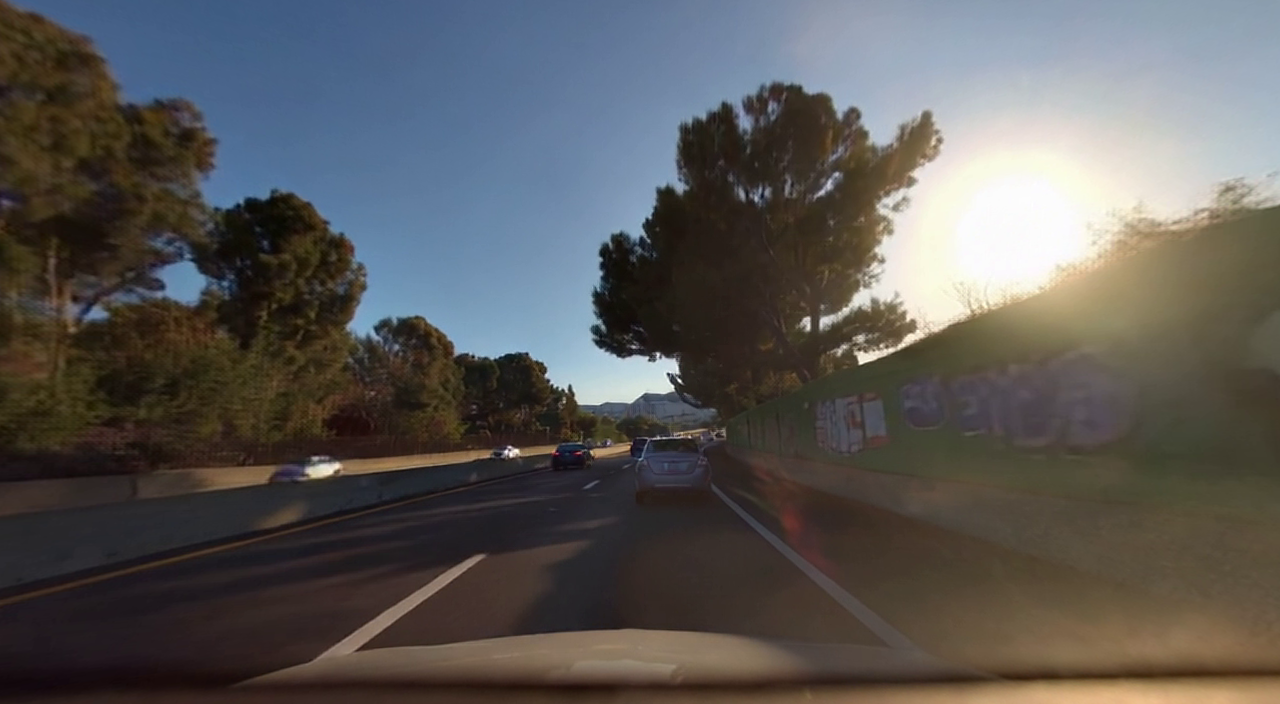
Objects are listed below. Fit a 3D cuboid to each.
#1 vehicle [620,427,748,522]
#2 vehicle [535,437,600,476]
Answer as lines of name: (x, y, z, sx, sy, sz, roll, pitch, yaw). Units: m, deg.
vehicle: (0.743, 2.274, 12.236, 2.077, 1.533, 3.854, 0, -8, 1)
vehicle: (-2.937, 4.356, 26.481, 2.059, 1.471, 4.152, 0, -8, 3)
